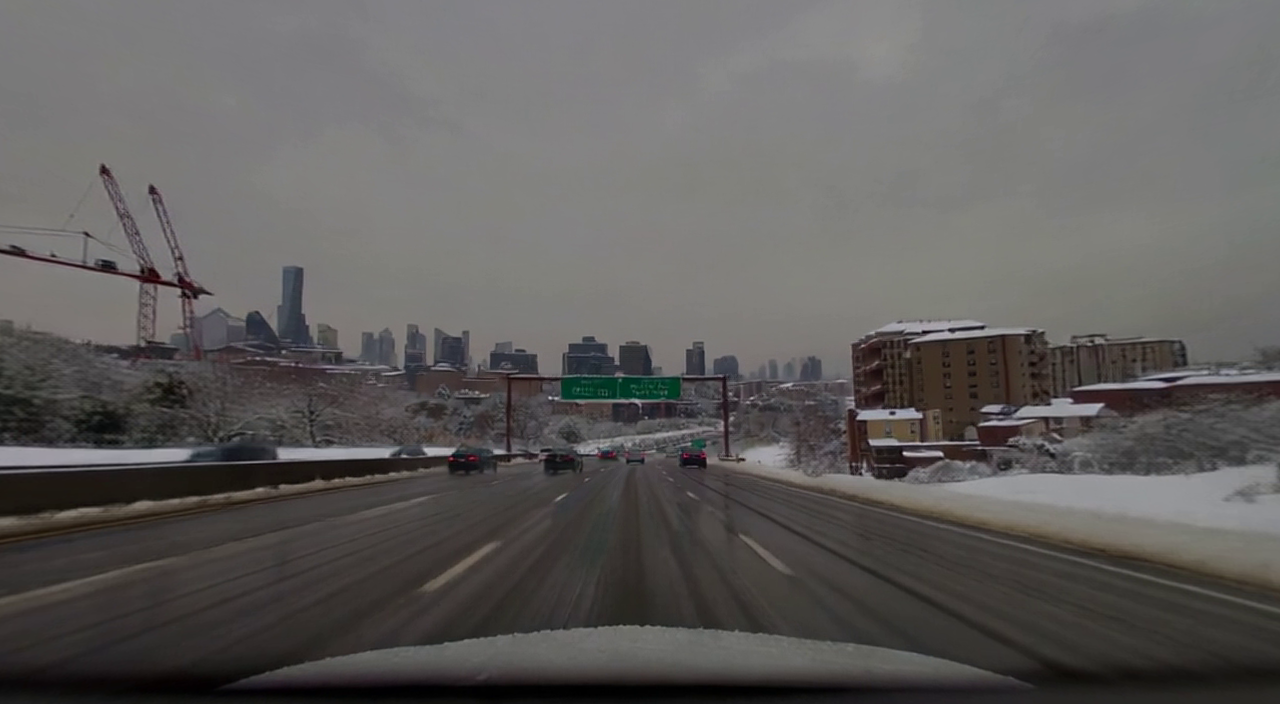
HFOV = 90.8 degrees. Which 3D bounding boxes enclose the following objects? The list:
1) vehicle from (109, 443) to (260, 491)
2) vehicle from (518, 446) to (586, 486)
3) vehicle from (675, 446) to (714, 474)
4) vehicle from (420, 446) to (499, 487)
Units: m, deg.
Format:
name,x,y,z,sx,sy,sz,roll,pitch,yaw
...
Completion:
name,x,y,z,sx,sy,sz,roll,pitch,yaw
vehicle,-16.373,4.116,23.120,1.984,1.539,4.752,0,-8,0
vehicle,-3.562,4.717,26.486,2.136,1.512,4.488,0,-8,1
vehicle,3.312,6.667,39.313,1.978,1.602,4.092,0,-8,-1
vehicle,-7.383,4.701,26.256,1.951,1.528,4.209,0,-8,1
